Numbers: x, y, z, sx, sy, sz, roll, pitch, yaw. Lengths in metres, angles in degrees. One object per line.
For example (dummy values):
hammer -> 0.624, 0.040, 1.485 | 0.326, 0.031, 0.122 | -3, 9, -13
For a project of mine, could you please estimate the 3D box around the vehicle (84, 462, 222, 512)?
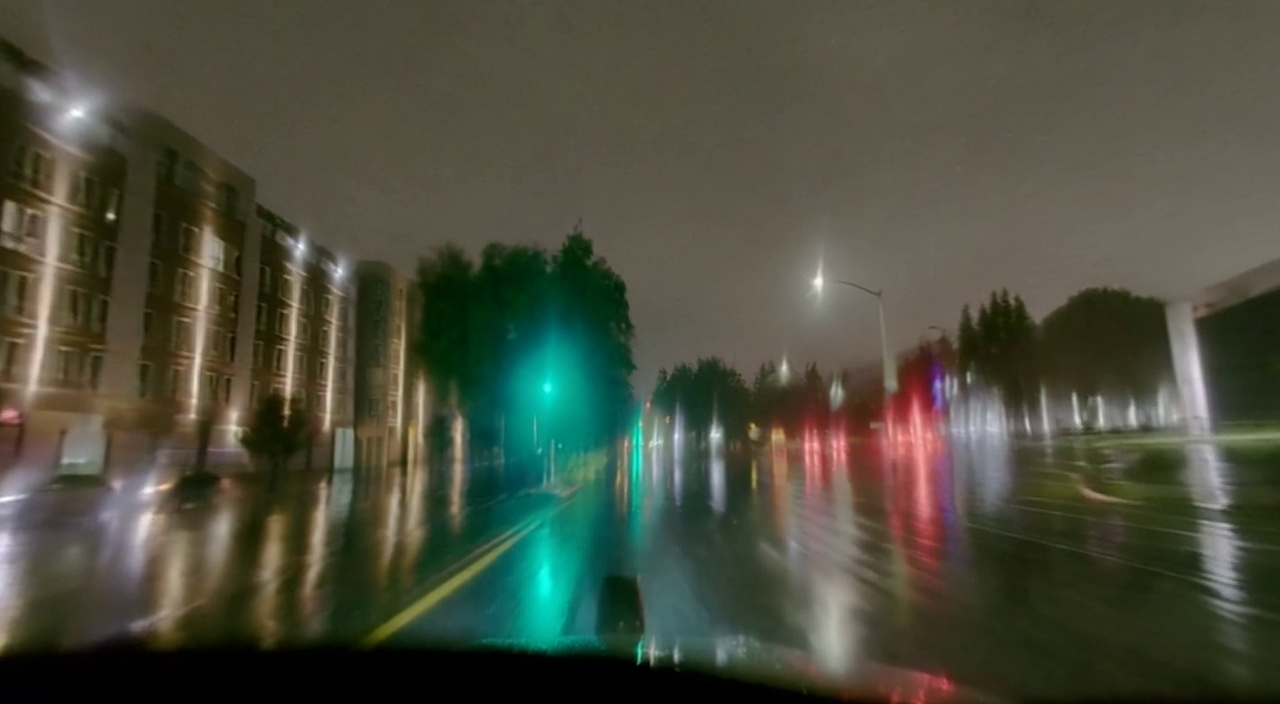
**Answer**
vehicle -> -19.314, 5.342, 25.404 | 1.965, 1.665, 4.577 | -2, -9, -1

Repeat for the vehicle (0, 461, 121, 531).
vehicle -> -19.162, 4.381, 19.604 | 2.255, 1.848, 4.617 | 0, -8, -3
